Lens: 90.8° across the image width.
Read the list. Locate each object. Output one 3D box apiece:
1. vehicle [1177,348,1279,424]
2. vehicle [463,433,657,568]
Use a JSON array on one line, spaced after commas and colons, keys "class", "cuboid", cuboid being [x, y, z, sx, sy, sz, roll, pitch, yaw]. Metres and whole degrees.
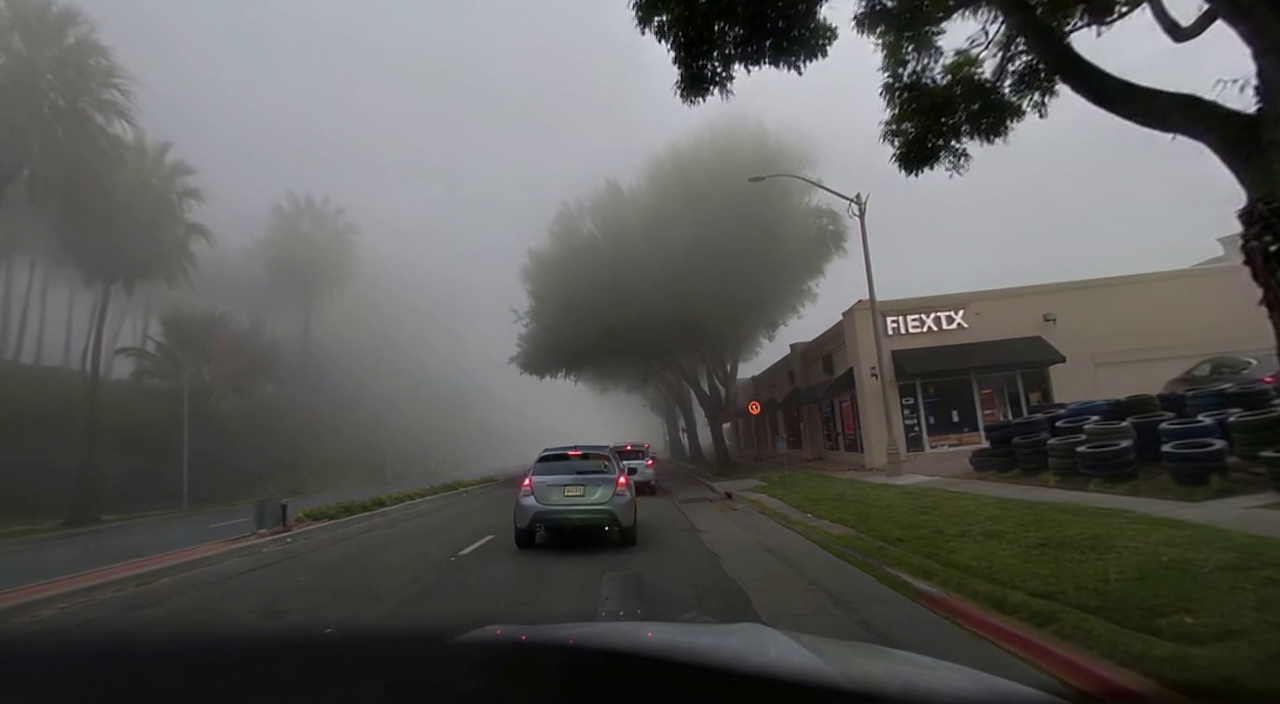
[{"class": "vehicle", "cuboid": [16.519, 0.951, 16.509, 1.810, 1.669, 3.883, 0, -8, 7]}, {"class": "vehicle", "cuboid": [-0.957, 1.973, 9.205, 2.169, 1.495, 4.048, 0, -8, -2]}]
